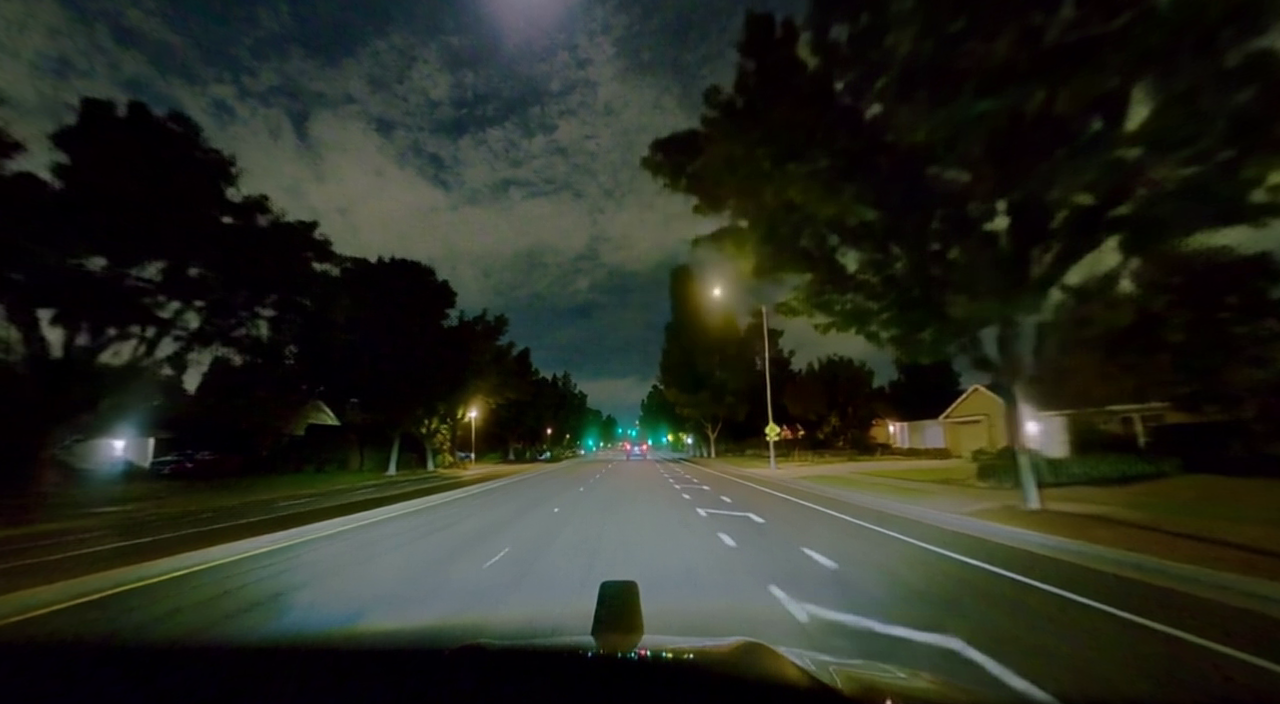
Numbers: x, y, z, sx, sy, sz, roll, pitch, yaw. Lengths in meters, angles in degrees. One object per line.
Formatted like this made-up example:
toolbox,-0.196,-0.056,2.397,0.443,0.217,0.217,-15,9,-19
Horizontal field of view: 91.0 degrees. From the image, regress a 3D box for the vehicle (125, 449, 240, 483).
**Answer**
vehicle,-24.870,6.194,34.344,4.605,1.682,2.105,-1,-8,0
